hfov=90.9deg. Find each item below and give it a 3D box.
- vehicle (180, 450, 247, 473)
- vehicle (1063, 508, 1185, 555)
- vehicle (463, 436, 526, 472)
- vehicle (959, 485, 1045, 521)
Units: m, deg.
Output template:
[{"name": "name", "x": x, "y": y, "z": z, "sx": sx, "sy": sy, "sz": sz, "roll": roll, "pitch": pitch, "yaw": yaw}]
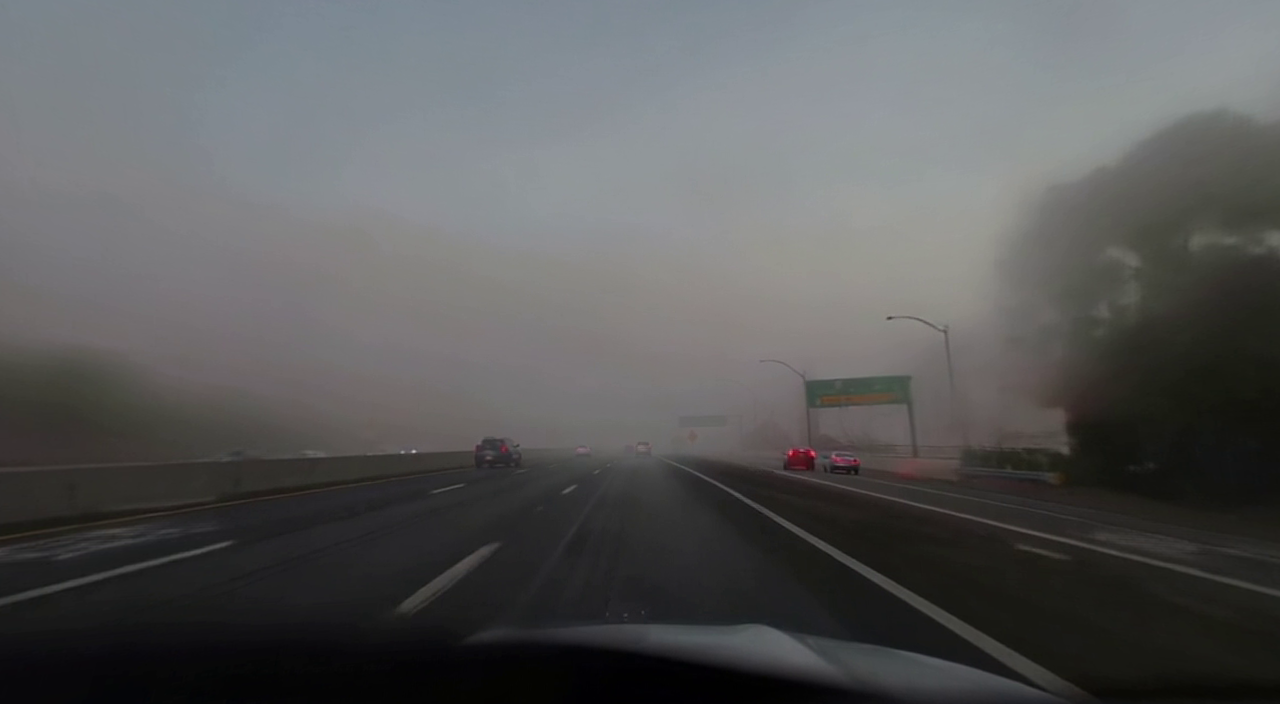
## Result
[{"name": "vehicle", "x": -31.454, "y": 8.046, "z": 46.666, "sx": 1.868, "sy": 1.536, "sz": 4.251, "roll": 0, "pitch": -8, "yaw": 1}, {"name": "vehicle", "x": 22.164, "y": 8.209, "z": 29.162, "sx": 1.790, "sy": 1.475, "sz": 4.520, "roll": 0, "pitch": -8, "yaw": -4}, {"name": "vehicle", "x": -7.222, "y": 5.103, "z": 31.719, "sx": 2.088, "sy": 1.678, "sz": 4.426, "roll": 0, "pitch": -8, "yaw": 0}, {"name": "vehicle", "x": 21.407, "y": 8.898, "z": 37.542, "sx": 2.008, "sy": 1.658, "sz": 4.776, "roll": 0, "pitch": -8, "yaw": -5}]
